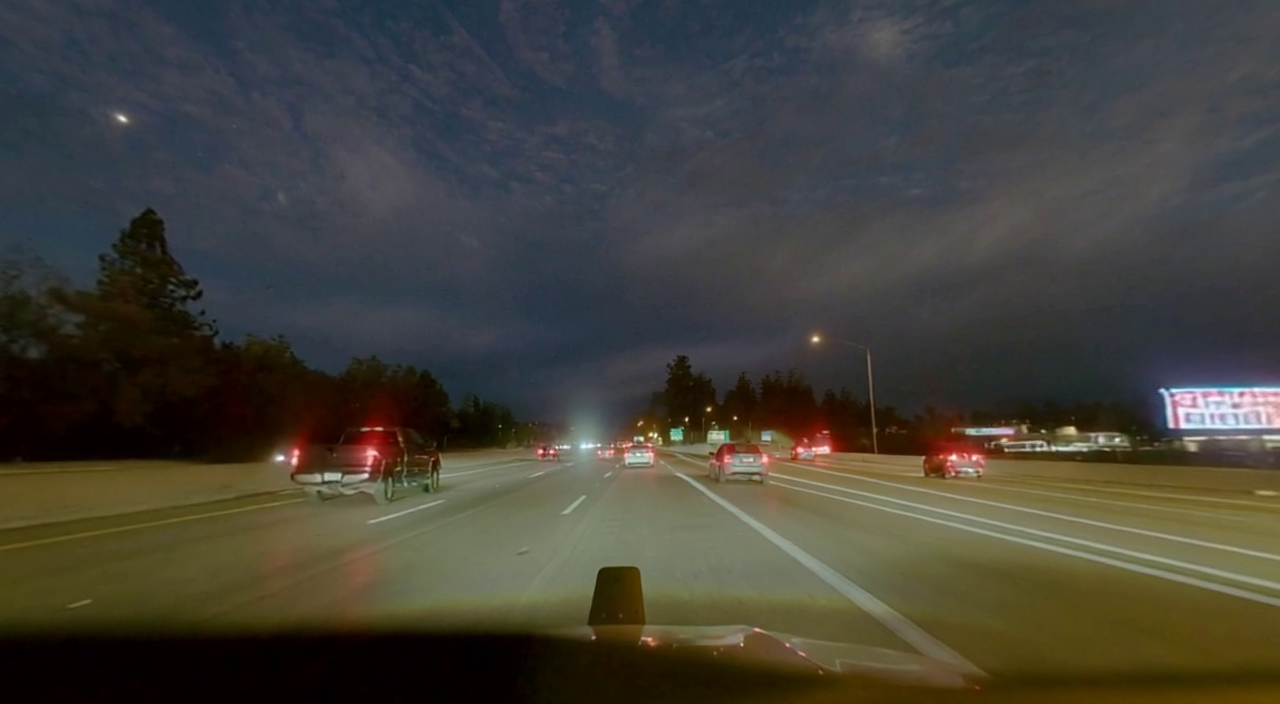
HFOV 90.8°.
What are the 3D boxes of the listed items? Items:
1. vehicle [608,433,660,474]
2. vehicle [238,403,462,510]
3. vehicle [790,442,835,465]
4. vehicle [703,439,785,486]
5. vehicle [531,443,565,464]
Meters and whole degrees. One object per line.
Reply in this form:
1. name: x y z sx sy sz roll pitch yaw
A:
1. vehicle: -0.294 4.881 30.596 2.323 1.805 4.729 0 -8 0
2. vehicle: -6.352 2.433 15.049 2.444 2.012 6.122 0 -8 0
3. vehicle: 11.861 6.984 43.726 2.105 1.481 4.117 0 -8 2
4. vehicle: 3.472 3.770 21.923 2.011 1.462 4.286 0 -8 -1
5. vehicle: -6.887 7.634 47.684 1.920 1.482 4.385 0 -8 0
